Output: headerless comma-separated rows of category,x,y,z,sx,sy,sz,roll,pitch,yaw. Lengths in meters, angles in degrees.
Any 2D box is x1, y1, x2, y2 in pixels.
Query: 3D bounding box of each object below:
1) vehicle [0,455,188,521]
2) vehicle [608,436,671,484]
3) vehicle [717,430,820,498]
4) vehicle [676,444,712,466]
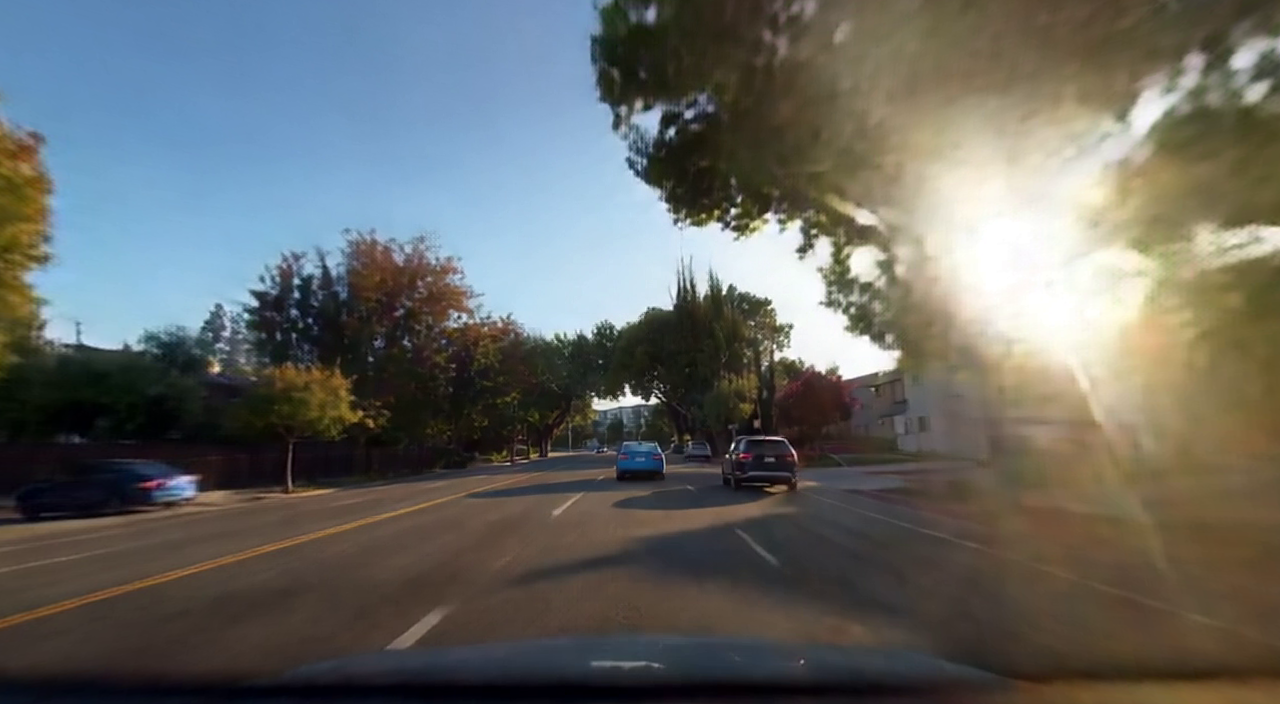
vehicle,-15.710,3.817,17.864,4.296,1.611,1.942,-2,-9,0
vehicle,-0.014,4.083,24.190,2.200,1.653,4.127,0,-8,0
vehicle,3.562,3.204,18.401,2.024,1.711,4.512,0,-8,0
vehicle,3.640,7.016,43.099,2.099,1.463,4.130,0,-8,-1
